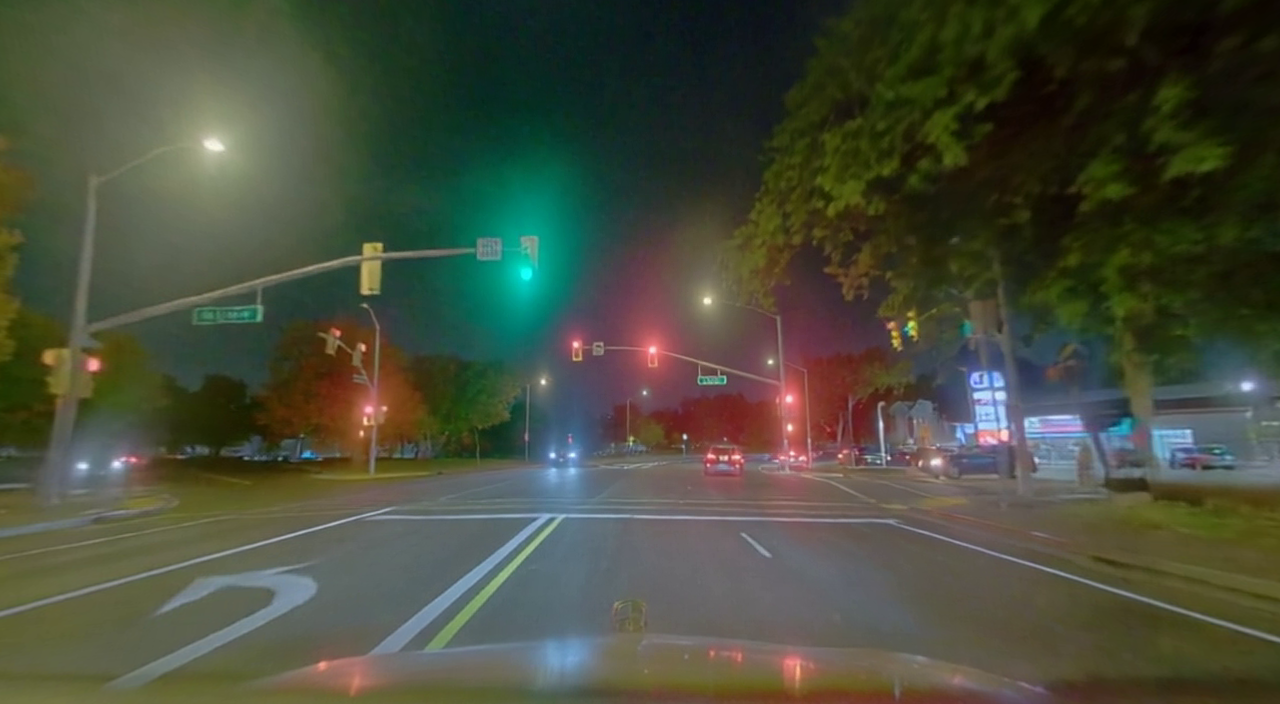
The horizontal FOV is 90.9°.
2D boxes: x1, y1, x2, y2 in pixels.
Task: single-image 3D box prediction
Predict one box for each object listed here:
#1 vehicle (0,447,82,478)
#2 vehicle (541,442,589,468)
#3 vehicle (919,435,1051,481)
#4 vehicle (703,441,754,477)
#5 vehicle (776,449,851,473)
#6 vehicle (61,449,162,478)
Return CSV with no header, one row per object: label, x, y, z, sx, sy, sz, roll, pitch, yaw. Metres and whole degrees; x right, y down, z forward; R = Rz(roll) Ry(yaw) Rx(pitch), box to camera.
vehicle,-37.769,6.773,38.693,2.194,1.754,5.433,-1,-9,-4
vehicle,-5.249,7.269,44.599,2.309,1.702,4.323,-1,-9,8
vehicle,15.712,4.848,28.928,4.713,1.969,2.201,0,-9,-1
vehicle,4.460,5.456,32.457,2.311,1.715,4.287,-1,-9,4
vehicle,11.411,7.186,41.648,1.938,1.466,4.434,7,-11,-37
vehicle,-32.251,6.770,38.673,1.967,1.632,4.962,0,-9,-1
